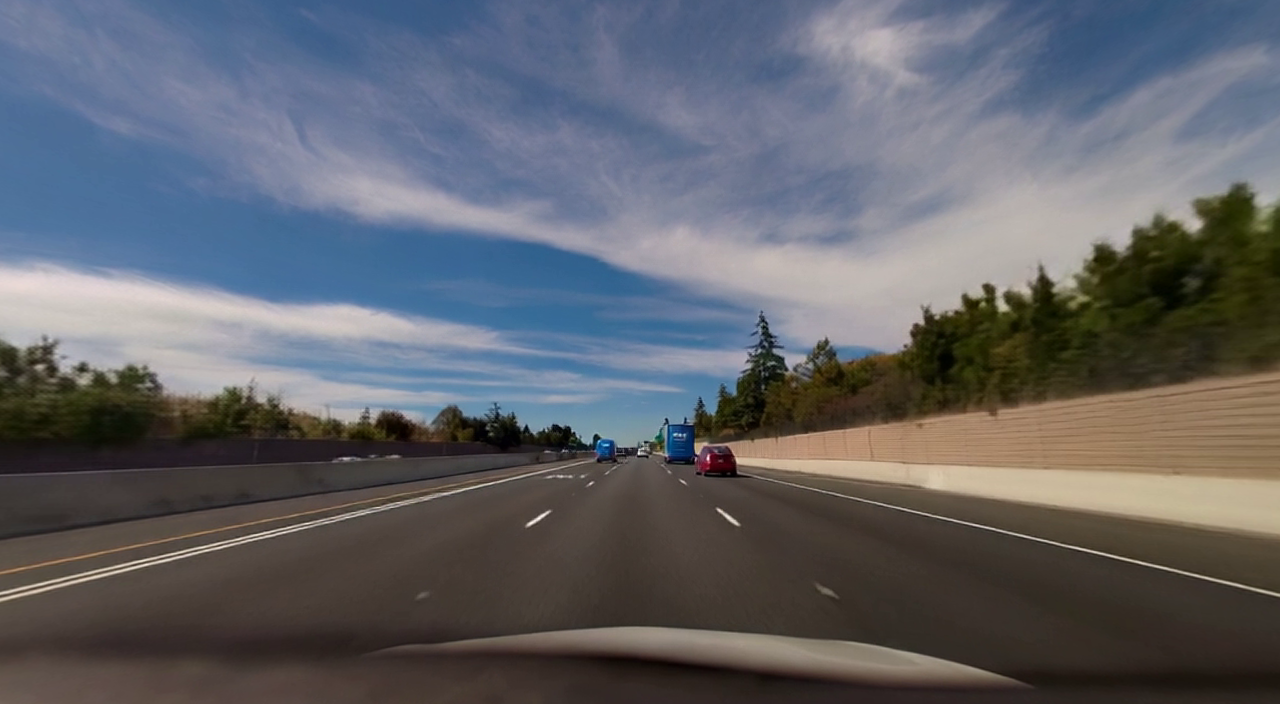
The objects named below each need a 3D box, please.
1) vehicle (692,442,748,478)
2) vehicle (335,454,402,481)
[{"bbox_3d":[3.832,5.262,30.976,2.066,1.638,4.158,0,-9,-1],"label":"vehicle"},{"bbox_3d":[-16.246,6.899,37.977,1.963,1.432,4.455,-1,-9,1],"label":"vehicle"}]
